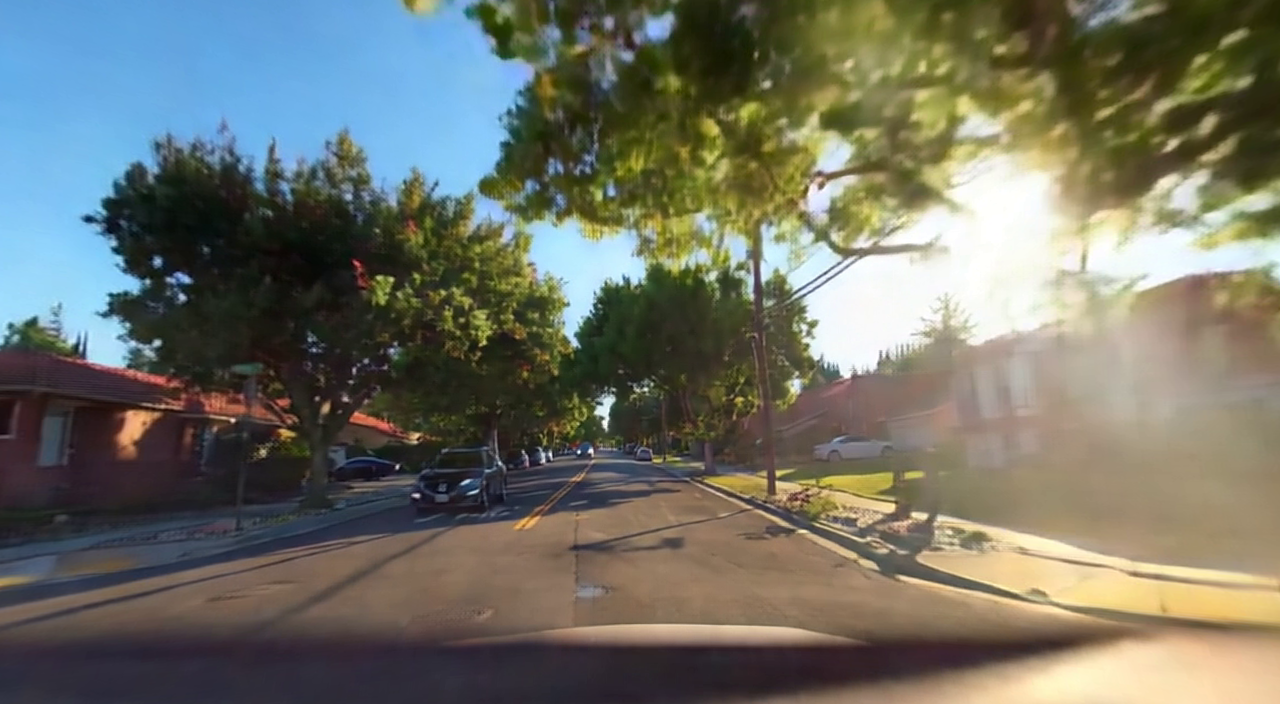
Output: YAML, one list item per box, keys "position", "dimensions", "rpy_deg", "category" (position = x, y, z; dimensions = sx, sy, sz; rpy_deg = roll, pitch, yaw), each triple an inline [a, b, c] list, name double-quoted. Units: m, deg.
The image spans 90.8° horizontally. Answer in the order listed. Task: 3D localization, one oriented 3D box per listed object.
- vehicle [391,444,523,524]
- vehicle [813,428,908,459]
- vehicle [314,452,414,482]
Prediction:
- position: [-4.338, 3.175, 15.805]
  dimensions: [1.973, 1.683, 4.400]
  rpy_deg: [0, -9, 0]
  category: "vehicle"
- position: [11.661, 4.861, 33.675]
  dimensions: [4.389, 1.480, 2.038]
  rpy_deg: [-2, -7, 8]
  category: "vehicle"
- position: [-14.707, 6.116, 33.734]
  dimensions: [4.487, 1.464, 1.889]
  rpy_deg: [-1, -9, 10]
  category: "vehicle"
